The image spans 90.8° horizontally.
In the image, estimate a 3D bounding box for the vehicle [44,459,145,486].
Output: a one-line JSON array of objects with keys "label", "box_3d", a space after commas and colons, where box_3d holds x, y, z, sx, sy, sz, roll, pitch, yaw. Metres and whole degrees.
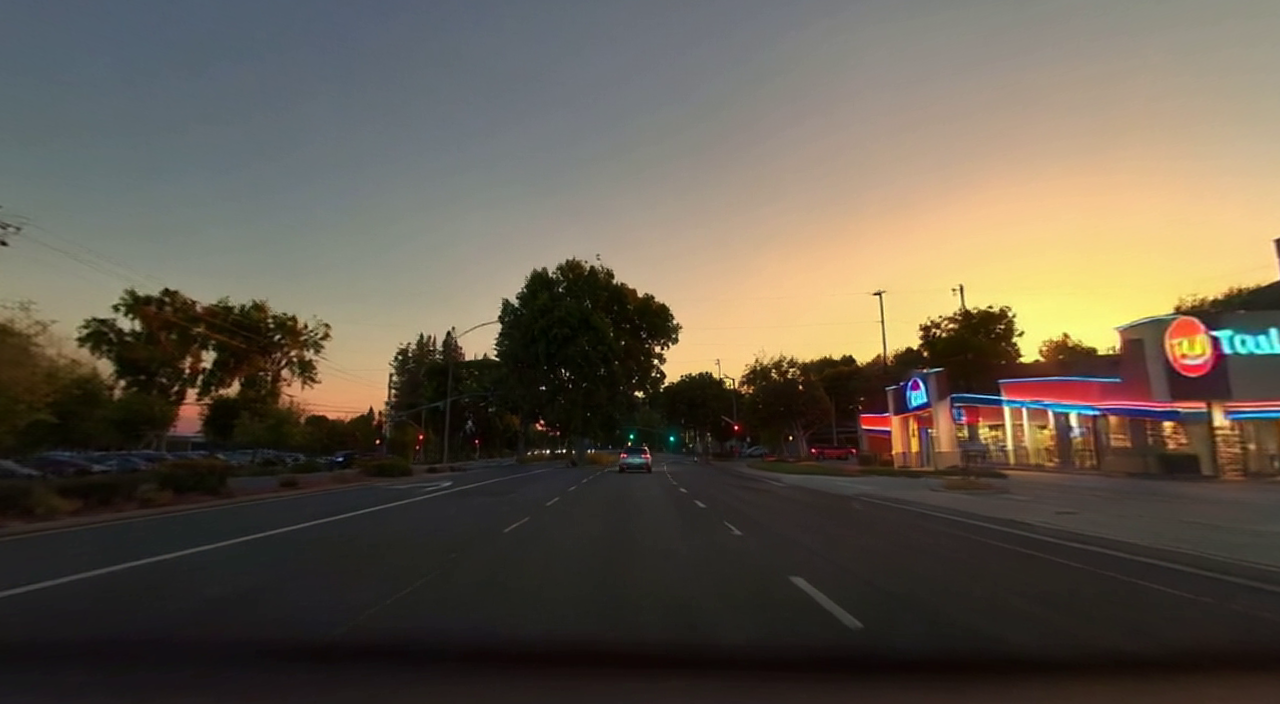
[{"label": "vehicle", "box_3d": [-32.174, 7.088, 37.369, 4.063, 1.479, 1.939, 0, -9, -2]}]

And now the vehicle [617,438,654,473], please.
[{"label": "vehicle", "box_3d": [-0.224, 6.150, 37.807, 2.096, 1.961, 4.259, 0, -9, 0]}]

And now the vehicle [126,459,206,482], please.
[{"label": "vehicle", "box_3d": [-32.157, 8.044, 42.924, 3.791, 1.473, 1.942, 0, -9, -3]}]
